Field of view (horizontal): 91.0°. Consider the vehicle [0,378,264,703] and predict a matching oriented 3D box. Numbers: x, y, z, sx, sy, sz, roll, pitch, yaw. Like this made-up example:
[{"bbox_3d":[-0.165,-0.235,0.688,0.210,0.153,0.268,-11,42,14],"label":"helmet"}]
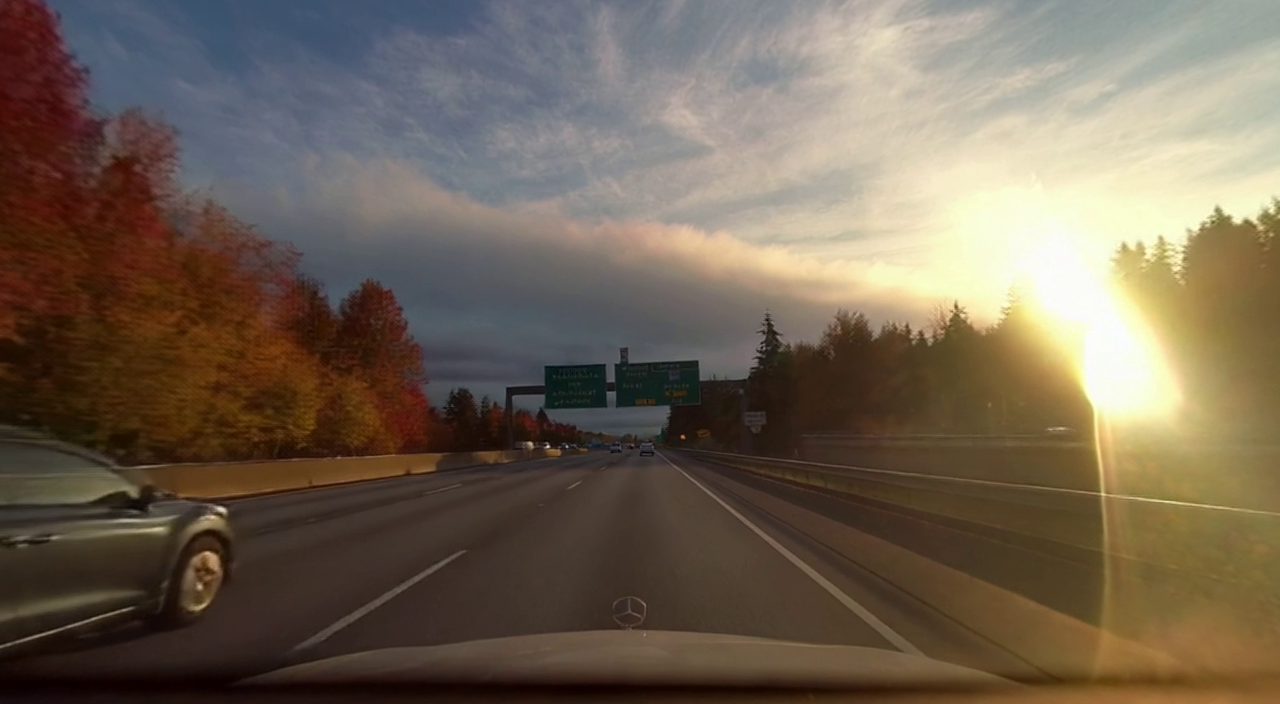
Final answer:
[{"bbox_3d":[-3.716,0.811,2.006,2.061,1.572,4.814,0,-8,0],"label":"vehicle"}]
